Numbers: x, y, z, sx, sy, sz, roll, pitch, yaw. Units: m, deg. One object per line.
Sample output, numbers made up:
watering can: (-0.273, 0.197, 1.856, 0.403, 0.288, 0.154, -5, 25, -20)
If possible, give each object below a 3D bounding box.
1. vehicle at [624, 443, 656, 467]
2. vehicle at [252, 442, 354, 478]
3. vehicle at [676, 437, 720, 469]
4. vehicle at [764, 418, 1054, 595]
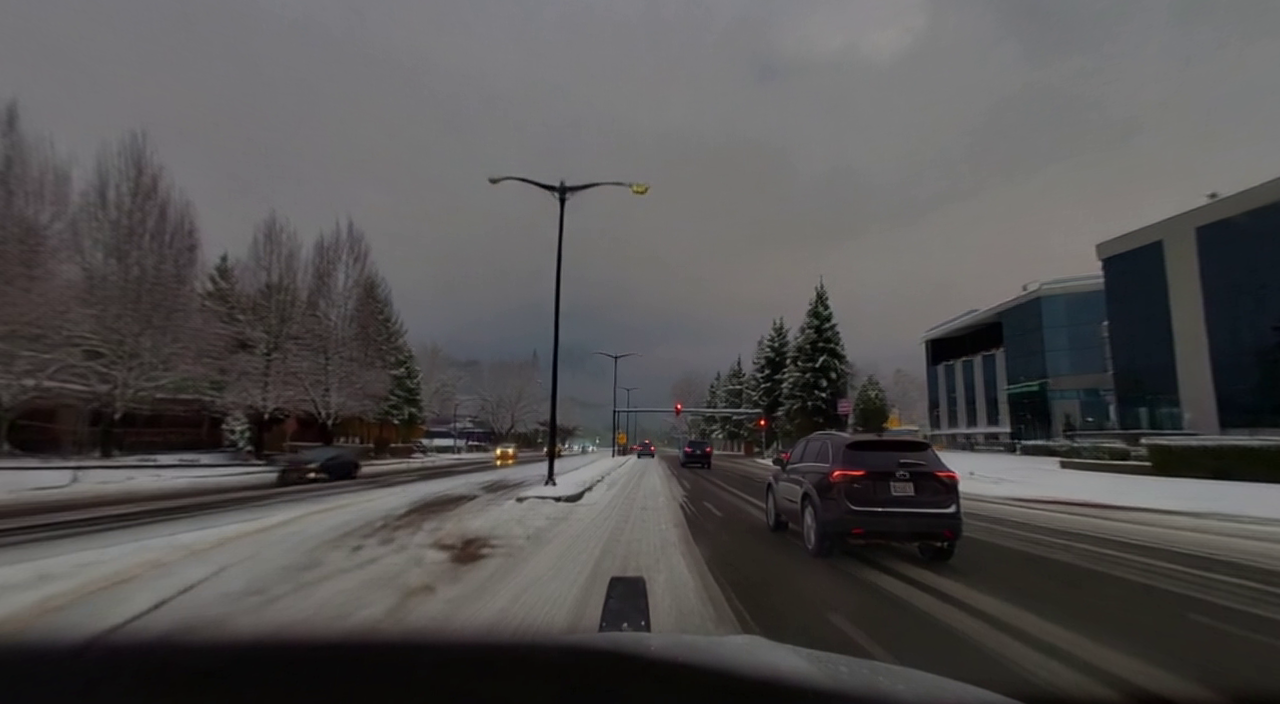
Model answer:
vehicle: (0.001, 6.837, 42.033, 1.991, 1.477, 3.814, -1, -8, 0)
vehicle: (-14.969, 4.816, 28.340, 1.978, 1.443, 4.678, -1, -9, 0)
vehicle: (3.464, 6.166, 38.636, 2.154, 1.844, 4.634, -1, -8, -1)
vehicle: (2.930, 1.749, 7.956, 1.901, 1.634, 3.896, 1, -8, 0)
